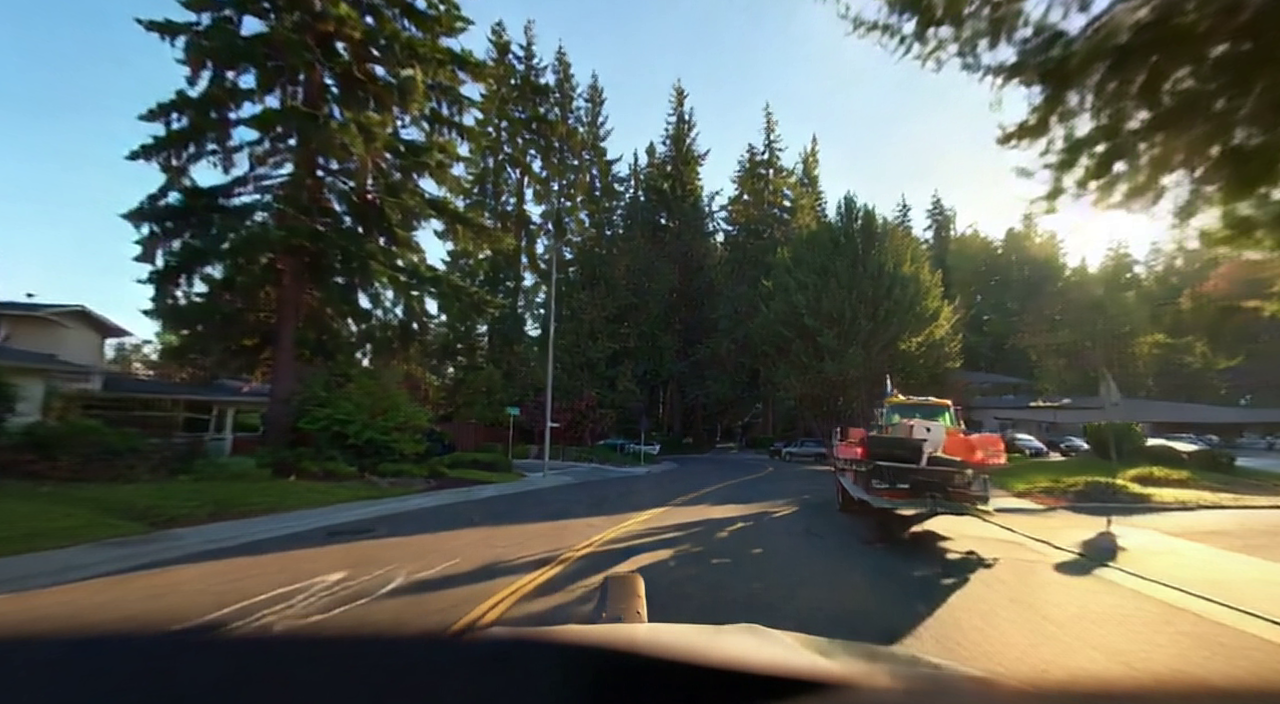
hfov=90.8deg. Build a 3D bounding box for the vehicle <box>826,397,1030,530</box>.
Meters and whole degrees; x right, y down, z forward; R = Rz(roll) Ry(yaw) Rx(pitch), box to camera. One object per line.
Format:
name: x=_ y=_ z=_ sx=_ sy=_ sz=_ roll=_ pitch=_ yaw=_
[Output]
vehicle: x=5.555 y=2.291 z=13.598 sx=2.874 sy=2.021 sz=7.293 roll=-2 pitch=-9 yaw=16
